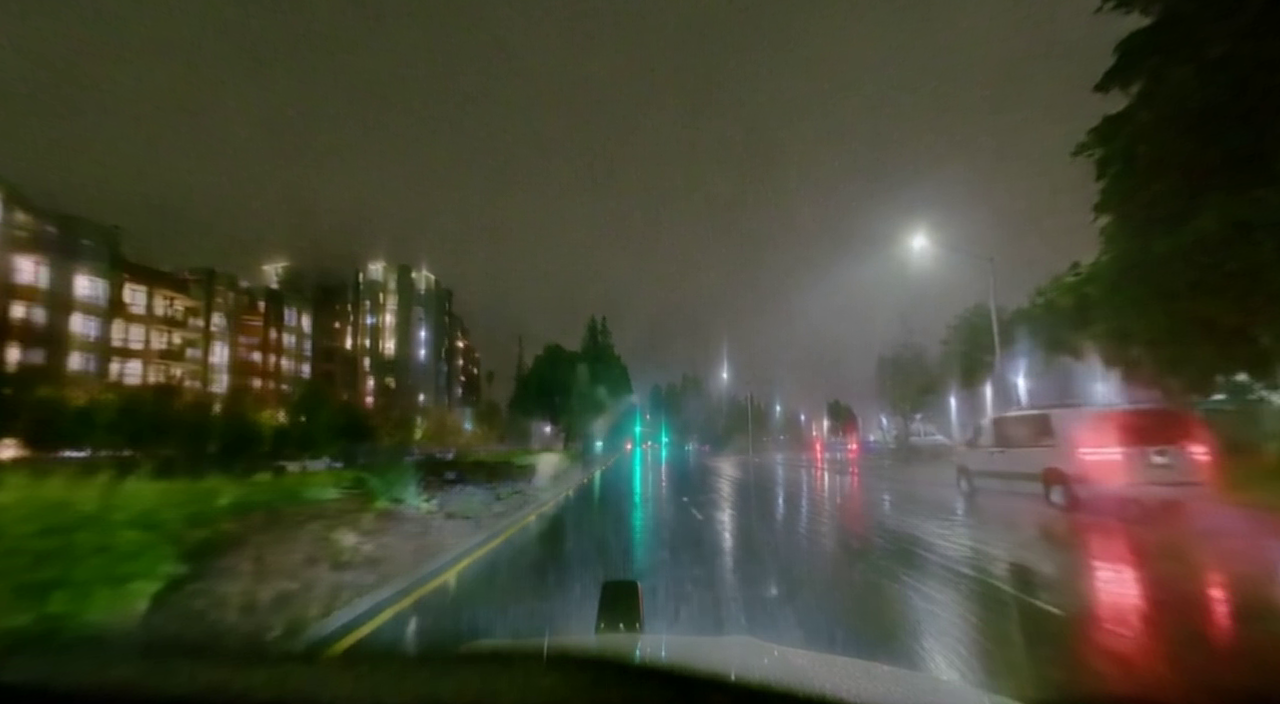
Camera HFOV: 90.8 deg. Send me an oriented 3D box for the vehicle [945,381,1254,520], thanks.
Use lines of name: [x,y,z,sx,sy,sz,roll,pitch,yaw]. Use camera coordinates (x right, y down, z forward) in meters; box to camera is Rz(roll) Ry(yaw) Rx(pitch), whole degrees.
vehicle: [9.872,2.242,14.613,2.456,2.534,5.930,0,-9,-2]

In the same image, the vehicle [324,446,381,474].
vehicle: [-21.261,7.980,46.963,1.879,1.757,4.656,-3,-7,2]

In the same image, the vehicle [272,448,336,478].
vehicle: [-22.117,7.309,41.734,1.863,1.845,4.073,0,-8,1]
